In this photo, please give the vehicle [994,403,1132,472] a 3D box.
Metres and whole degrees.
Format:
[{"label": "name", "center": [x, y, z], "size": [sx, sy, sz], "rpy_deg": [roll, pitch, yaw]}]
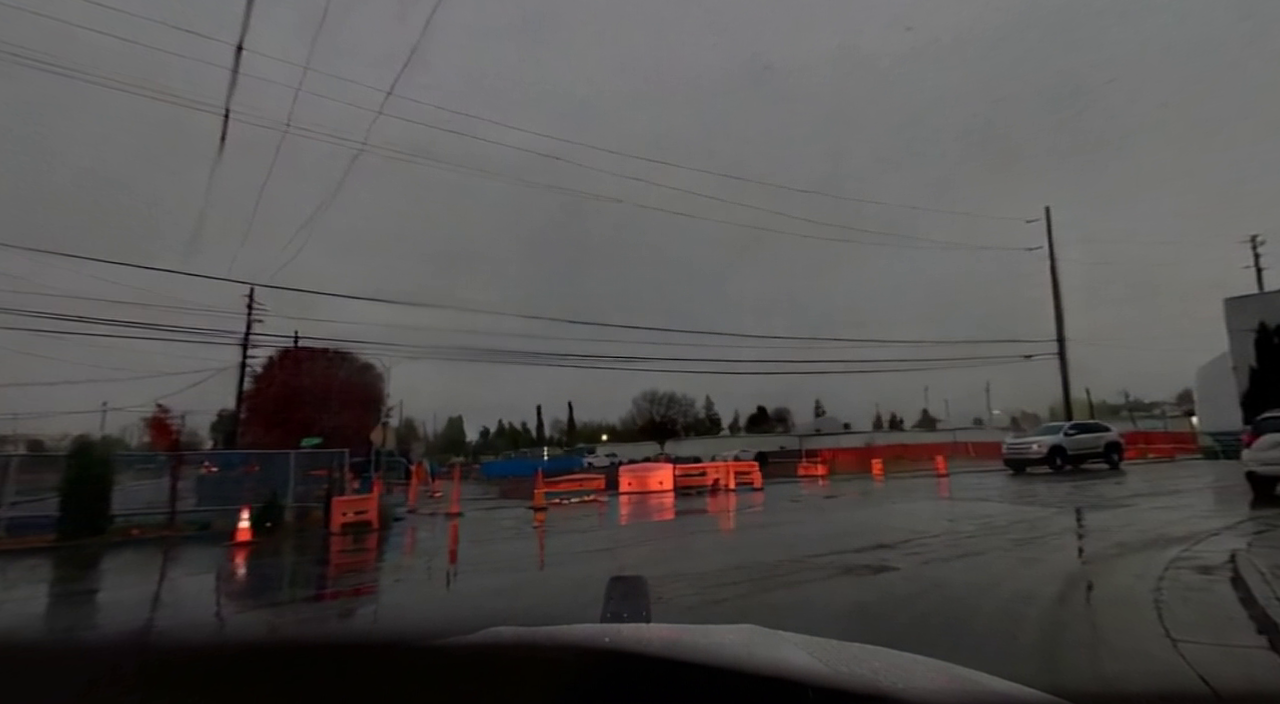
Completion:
[{"label": "vehicle", "center": [22.190, 4.525, 32.888], "size": [8.300, 3.218, 2.790], "rpy_deg": [6, -12, -34]}]
